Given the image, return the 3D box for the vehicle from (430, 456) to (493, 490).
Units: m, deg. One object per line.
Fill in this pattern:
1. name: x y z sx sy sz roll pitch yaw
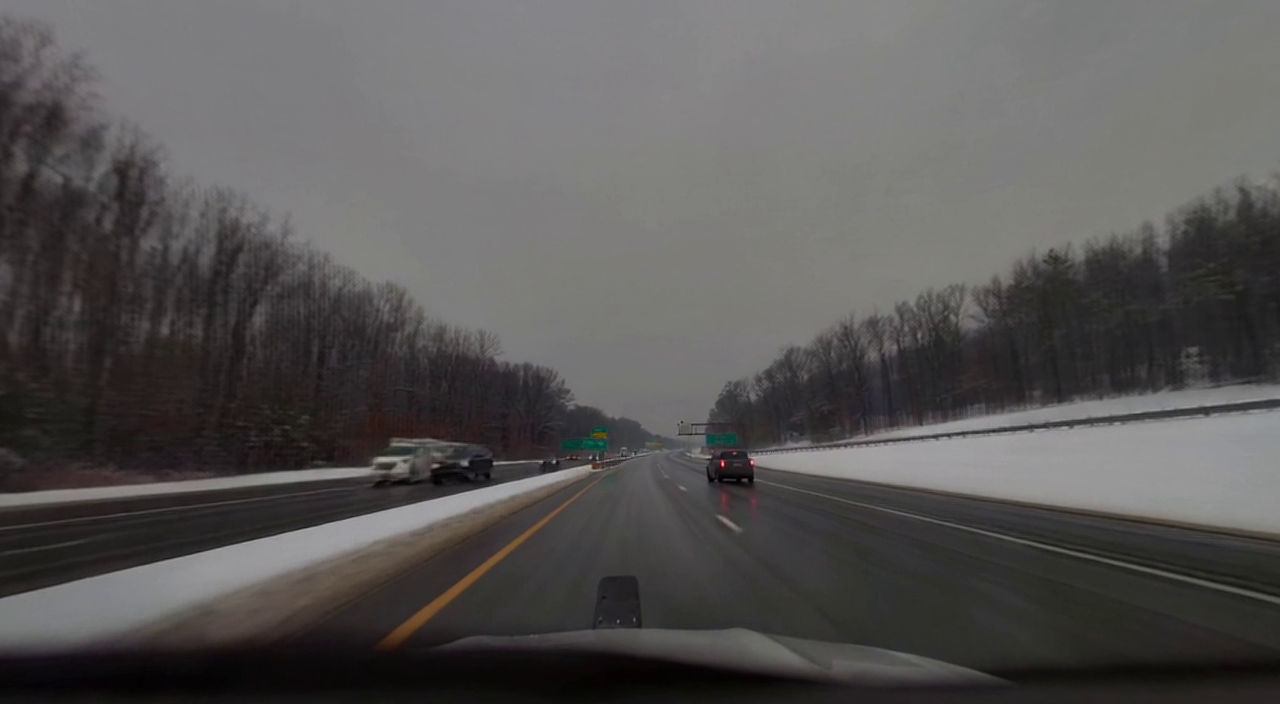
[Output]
1. vehicle: -8.774 5.976 31.196 1.915 1.531 4.085 0 -9 0

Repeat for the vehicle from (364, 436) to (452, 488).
1. vehicle: -13.060 6.245 36.024 2.302 2.673 7.335 0 -9 0

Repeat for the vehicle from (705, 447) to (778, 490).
1. vehicle: 3.974 4.640 25.400 2.070 1.546 4.648 0 -9 -1
